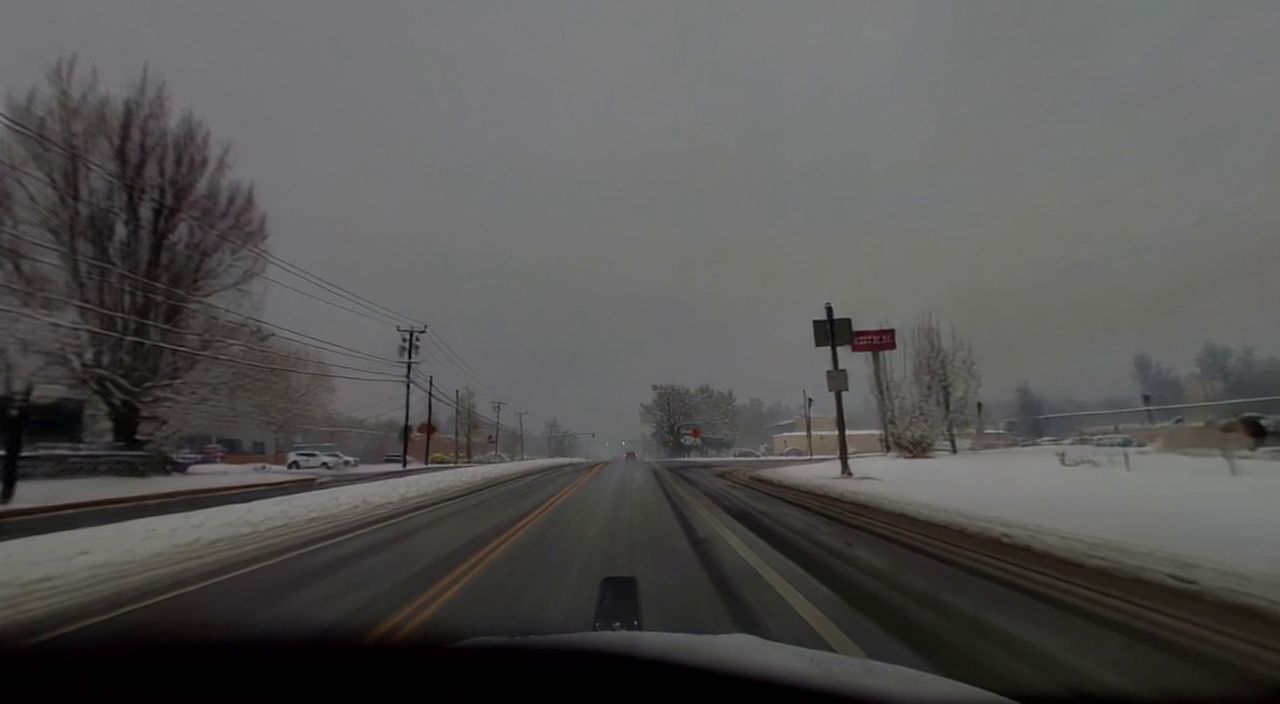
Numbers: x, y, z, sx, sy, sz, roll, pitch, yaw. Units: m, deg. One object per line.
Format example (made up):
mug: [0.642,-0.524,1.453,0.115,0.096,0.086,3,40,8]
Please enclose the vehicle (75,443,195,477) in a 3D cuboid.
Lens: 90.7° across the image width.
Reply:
vehicle: [-23.618,5.023,29.845,1.815,1.460,4.642,0,-8,0]
